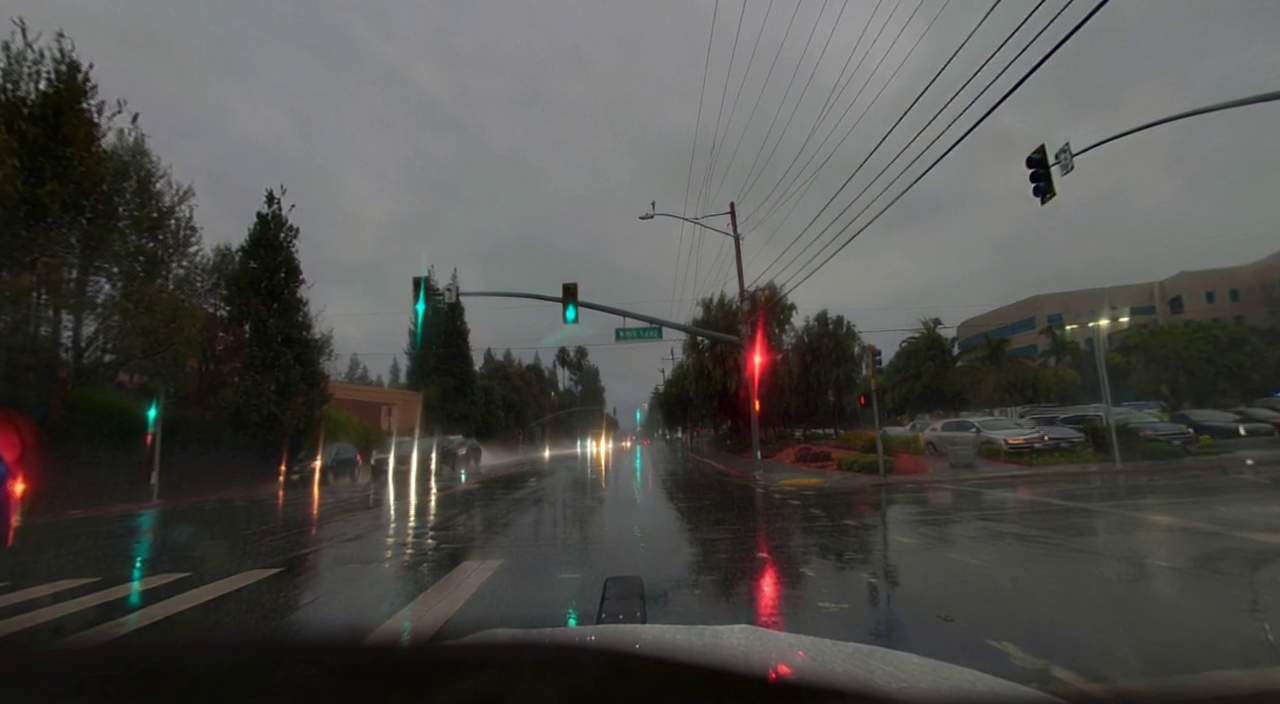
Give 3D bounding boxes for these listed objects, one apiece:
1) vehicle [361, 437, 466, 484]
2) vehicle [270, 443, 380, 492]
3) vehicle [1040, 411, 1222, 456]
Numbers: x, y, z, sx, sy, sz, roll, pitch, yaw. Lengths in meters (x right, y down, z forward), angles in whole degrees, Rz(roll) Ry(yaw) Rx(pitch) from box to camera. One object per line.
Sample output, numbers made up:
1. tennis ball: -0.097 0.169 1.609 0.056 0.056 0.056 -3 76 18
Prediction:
1. vehicle: -10.150 4.926 28.983 2.664 1.940 5.702 0 -9 0
2. vehicle: -13.778 5.066 28.061 2.306 1.957 4.968 0 -9 -1
3. vehicle: 16.950 2.902 22.110 4.560 1.453 1.851 -3 -9 18
